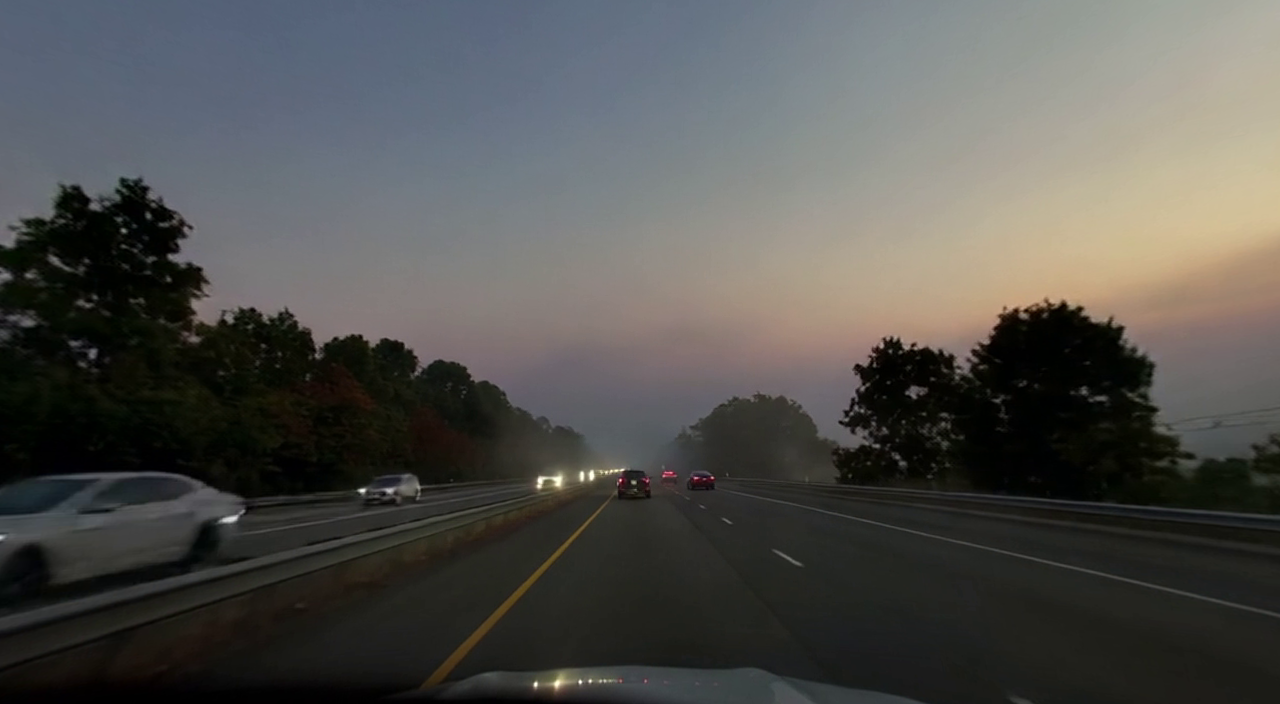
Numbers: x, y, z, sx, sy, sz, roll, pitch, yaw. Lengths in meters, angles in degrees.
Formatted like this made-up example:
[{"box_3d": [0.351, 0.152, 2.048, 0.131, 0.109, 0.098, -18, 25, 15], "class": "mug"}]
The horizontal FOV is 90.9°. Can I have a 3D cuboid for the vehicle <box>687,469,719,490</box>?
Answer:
[{"box_3d": [4.743, 9.694, 47.965, 1.974, 1.476, 4.119, 1, -10, -1], "class": "vehicle"}]

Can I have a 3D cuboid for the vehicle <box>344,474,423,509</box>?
[{"box_3d": [-12.167, 6.630, 30.200, 1.909, 1.445, 4.225, 0, -10, 2], "class": "vehicle"}]

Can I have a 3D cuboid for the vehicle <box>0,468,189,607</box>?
[{"box_3d": [-7.820, 2.179, 7.726, 1.780, 1.447, 3.670, 1, -10, 0], "class": "vehicle"}]

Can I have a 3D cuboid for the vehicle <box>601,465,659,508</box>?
[{"box_3d": [-0.375, 5.120, 24.205, 2.060, 1.473, 3.726, 1, -10, -1], "class": "vehicle"}]
